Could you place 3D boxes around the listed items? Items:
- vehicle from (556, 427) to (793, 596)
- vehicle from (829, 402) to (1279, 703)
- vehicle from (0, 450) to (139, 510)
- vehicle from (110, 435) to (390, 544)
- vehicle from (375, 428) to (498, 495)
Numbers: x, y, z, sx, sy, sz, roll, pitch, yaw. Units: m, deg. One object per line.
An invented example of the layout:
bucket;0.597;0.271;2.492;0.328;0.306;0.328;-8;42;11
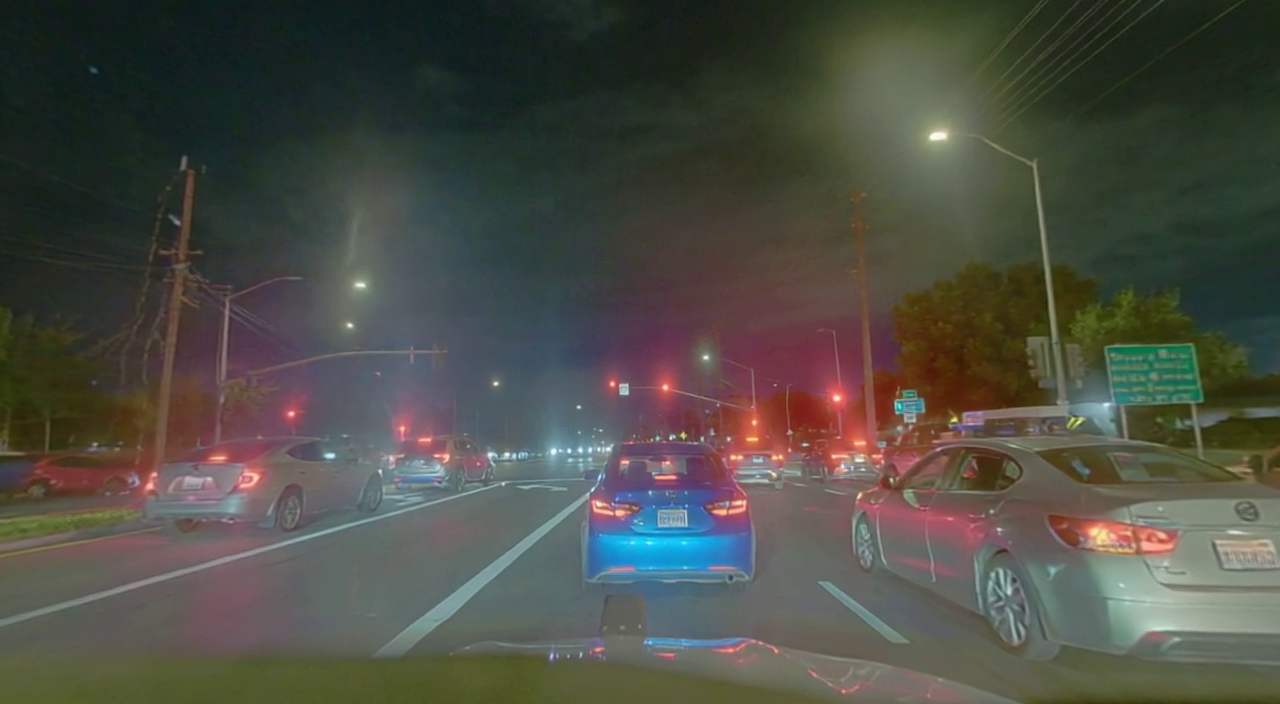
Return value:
vehicle;0.308;1.720;7.683;2.109;1.483;3.964;0;-8;0
vehicle;3.134;1.311;5.207;1.870;1.523;4.096;0;-8;0
vehicle;-17.635;3.704;18.698;1.823;1.493;4.437;-1;-8;2
vehicle;-6.420;2.269;11.227;1.955;1.497;4.639;-1;-8;1
vehicle;-6.278;3.434;20.255;2.070;1.824;5.196;-1;-8;2
